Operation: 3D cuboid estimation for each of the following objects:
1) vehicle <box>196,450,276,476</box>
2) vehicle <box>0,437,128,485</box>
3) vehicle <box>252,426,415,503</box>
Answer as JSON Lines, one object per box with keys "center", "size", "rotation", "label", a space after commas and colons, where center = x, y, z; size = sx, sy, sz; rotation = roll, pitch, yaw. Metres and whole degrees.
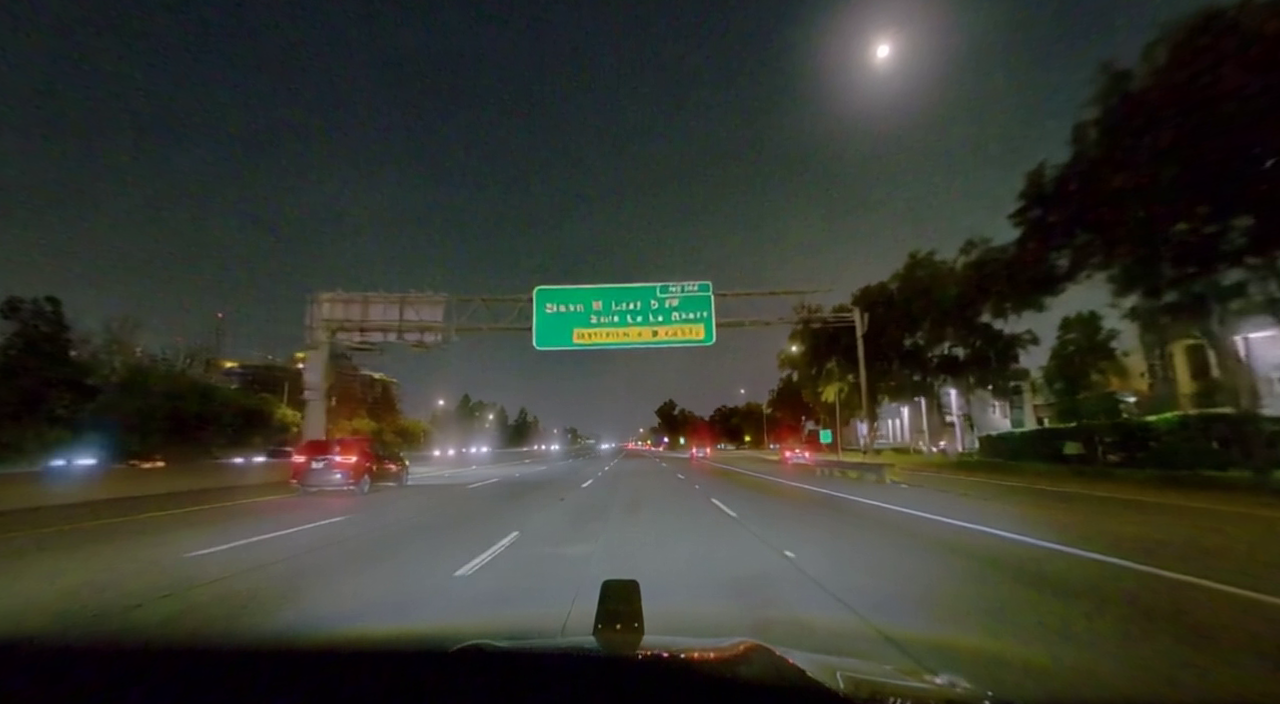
{"center": [-24.636, 6.764, 38.722], "size": [1.845, 1.463, 4.705], "rotation": [0, -8, -1], "label": "vehicle"}
{"center": [-32.147, 5.943, 34.904], "size": [2.418, 2.381, 6.373], "rotation": [0, -8, -1], "label": "vehicle"}
{"center": [-7.739, 2.885, 16.527], "size": [2.089, 1.724, 4.327], "rotation": [0, -8, 0], "label": "vehicle"}
